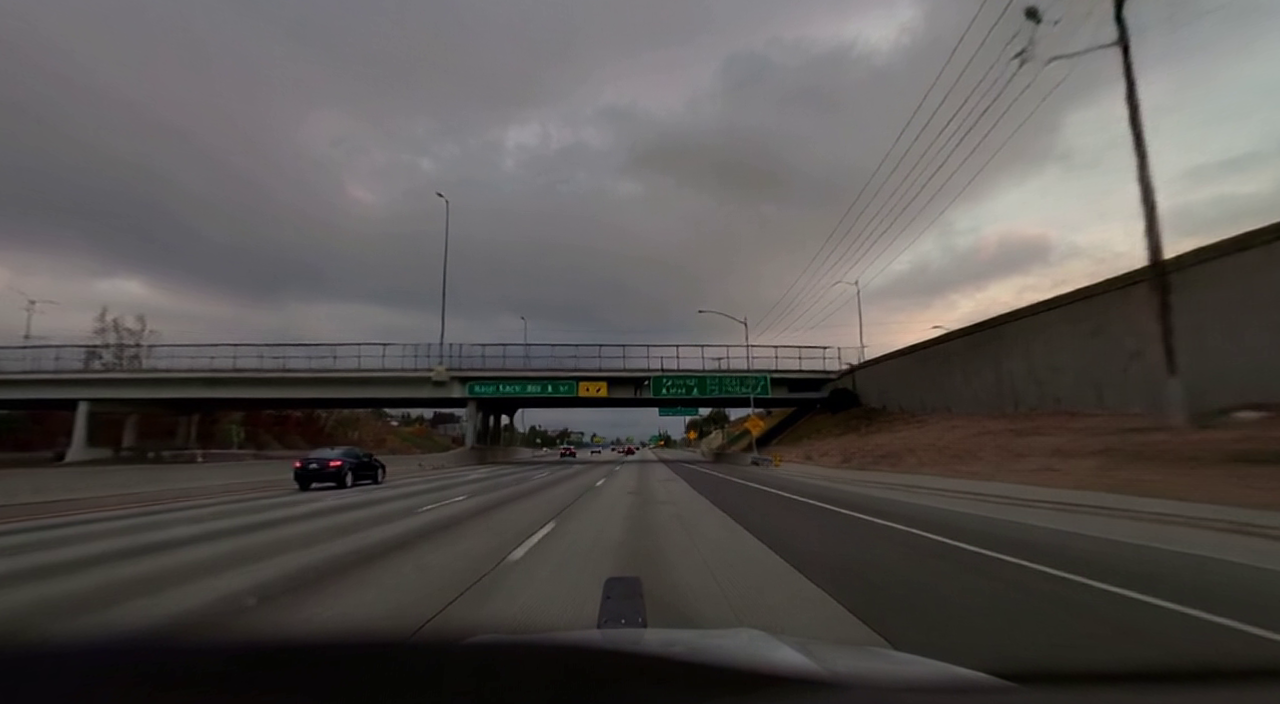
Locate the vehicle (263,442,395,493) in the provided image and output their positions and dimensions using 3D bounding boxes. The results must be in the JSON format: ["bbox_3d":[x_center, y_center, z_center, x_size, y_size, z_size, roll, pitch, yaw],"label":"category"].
[{"bbox_3d":[-10.172,3.780,21.117,2.056,1.476,4.562,0,-8,1],"label":"vehicle"}]
